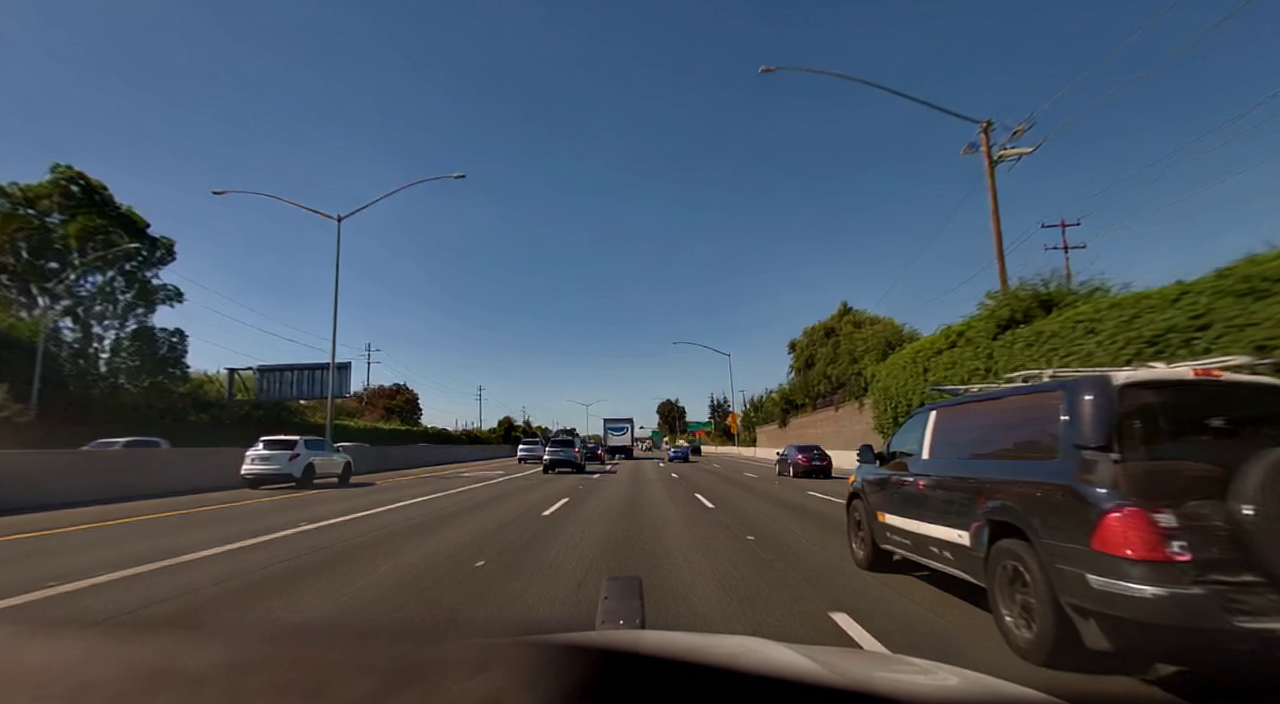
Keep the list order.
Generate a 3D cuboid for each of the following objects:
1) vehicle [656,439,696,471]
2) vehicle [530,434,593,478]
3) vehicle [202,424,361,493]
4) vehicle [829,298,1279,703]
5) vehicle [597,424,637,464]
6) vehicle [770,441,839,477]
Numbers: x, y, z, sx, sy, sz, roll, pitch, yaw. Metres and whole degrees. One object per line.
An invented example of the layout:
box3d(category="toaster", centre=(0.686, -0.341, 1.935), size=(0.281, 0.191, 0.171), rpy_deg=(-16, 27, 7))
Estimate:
box3d(category="vehicle", centre=(1.956, 5.700, 35.139), size=(2.067, 1.654, 3.985), rpy_deg=(0, -9, 1))
box3d(category="vehicle", centre=(-3.236, 4.376, 26.812), size=(2.095, 1.688, 4.188), rpy_deg=(0, -9, 0))
box3d(category="vehicle", centre=(-10.088, 3.037, 18.217), size=(2.023, 1.739, 4.229), rpy_deg=(0, -9, 1))
box3d(category="vehicle", centre=(3.105, 1.009, 3.939), size=(2.179, 1.739, 5.331), rpy_deg=(0, -9, 0))
box3d(category="vehicle", centre=(-1.555, 6.750, 46.193), size=(2.456, 2.705, 6.251), rpy_deg=(0, -9, 2))
box3d(category="vehicle", centre=(7.577, 4.974, 29.503), size=(1.970, 1.499, 4.491), rpy_deg=(1, -9, -1))
